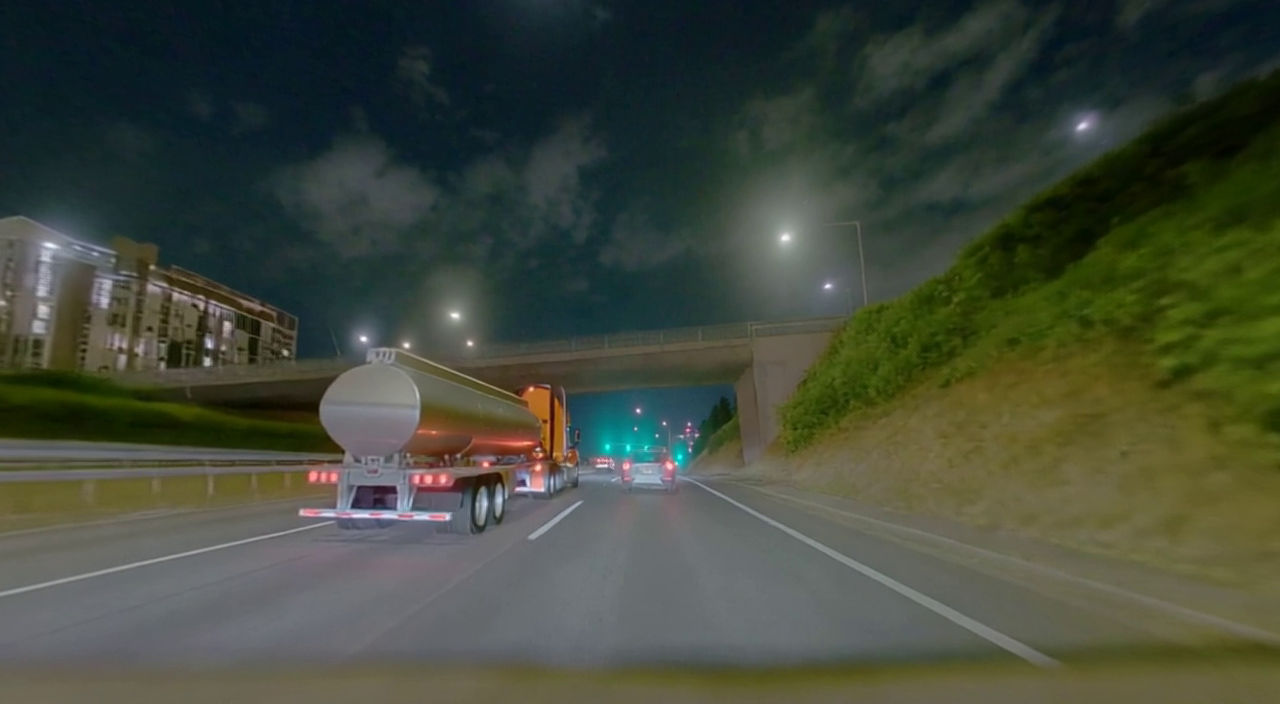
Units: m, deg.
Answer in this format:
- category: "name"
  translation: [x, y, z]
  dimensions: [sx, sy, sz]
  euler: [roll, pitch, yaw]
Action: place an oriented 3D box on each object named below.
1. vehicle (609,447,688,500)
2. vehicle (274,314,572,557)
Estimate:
- category: "vehicle"
  translation: [0.217, 3.762, 20.034]
  dimensions: [2.215, 1.481, 4.246]
  euler: [0, -9, -1]
- category: "vehicle"
  translation: [-3.949, 2.283, 16.647]
  dimensions: [2.896, 3.563, 14.643]
  euler: [0, -9, -1]
